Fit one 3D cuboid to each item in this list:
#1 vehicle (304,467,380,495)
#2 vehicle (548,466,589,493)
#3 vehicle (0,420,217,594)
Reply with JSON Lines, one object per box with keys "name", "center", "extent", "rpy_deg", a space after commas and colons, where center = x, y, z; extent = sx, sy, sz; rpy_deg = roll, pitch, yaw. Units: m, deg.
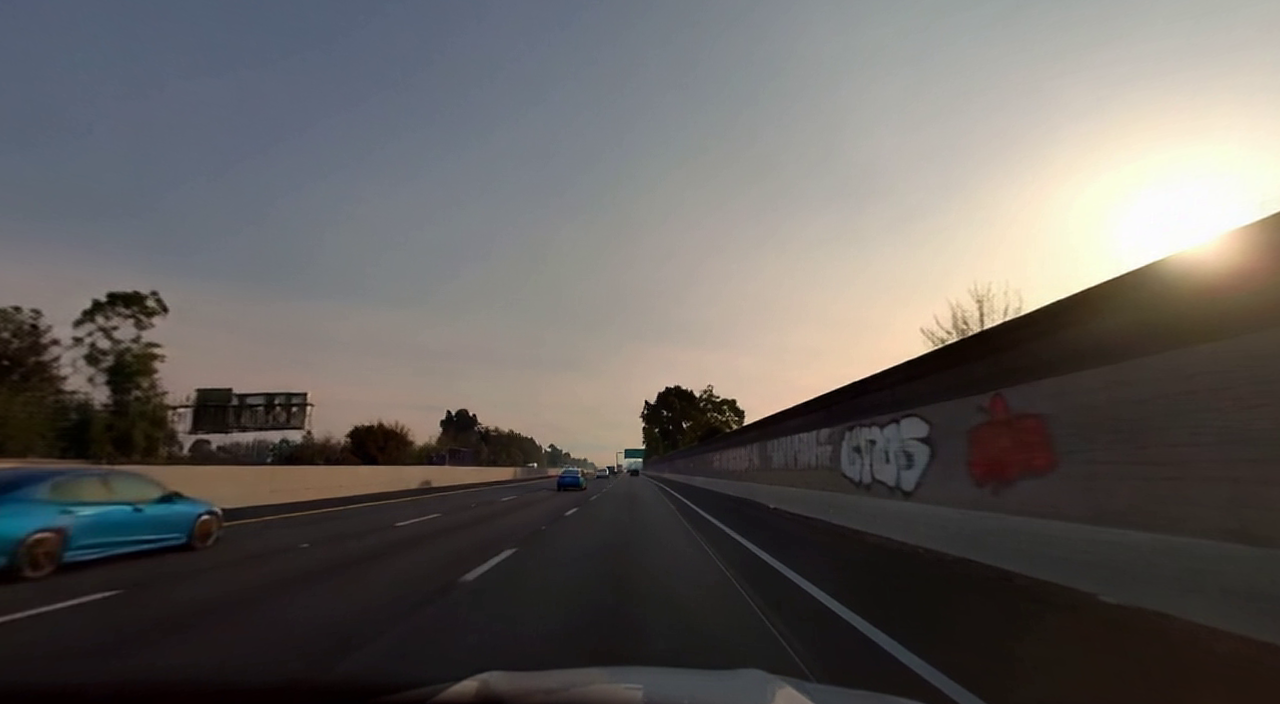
{"name": "vehicle", "center": [-15.542, 6.747, 33.109], "extent": [1.857, 1.311, 4.379], "rpy_deg": [1, -11, 0]}
{"name": "vehicle", "center": [-4.097, 7.436, 36.778], "extent": [1.941, 1.437, 3.829], "rpy_deg": [1, -11, 0]}
{"name": "vehicle", "center": [-7.180, 1.612, 6.772], "extent": [2.124, 1.630, 4.416], "rpy_deg": [1, -11, 0]}
